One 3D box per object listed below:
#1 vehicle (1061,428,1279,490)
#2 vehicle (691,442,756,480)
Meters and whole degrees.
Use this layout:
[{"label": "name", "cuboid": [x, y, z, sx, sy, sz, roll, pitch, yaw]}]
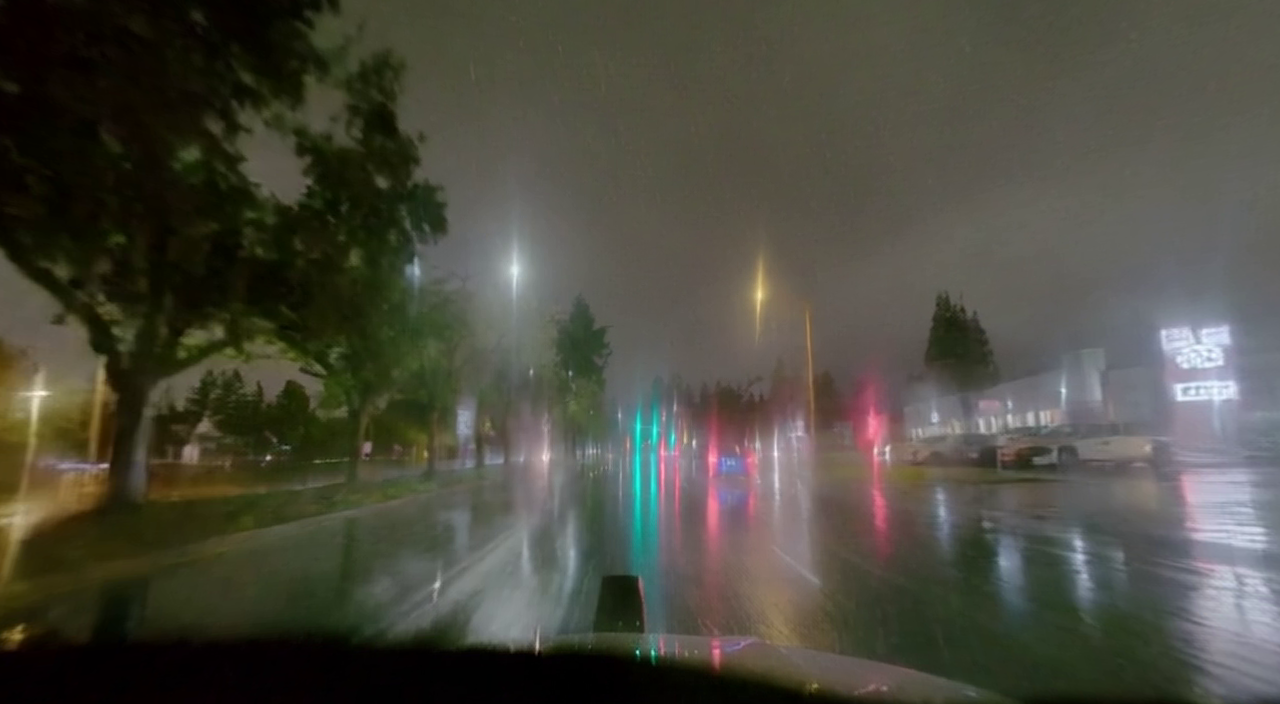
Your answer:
[{"label": "vehicle", "cuboid": [15.780, 3.191, 18.997, 4.684, 1.448, 2.090, -3, -8, -3]}, {"label": "vehicle", "cuboid": [3.460, 4.609, 27.081, 2.033, 1.482, 4.571, 0, -8, -2]}]
